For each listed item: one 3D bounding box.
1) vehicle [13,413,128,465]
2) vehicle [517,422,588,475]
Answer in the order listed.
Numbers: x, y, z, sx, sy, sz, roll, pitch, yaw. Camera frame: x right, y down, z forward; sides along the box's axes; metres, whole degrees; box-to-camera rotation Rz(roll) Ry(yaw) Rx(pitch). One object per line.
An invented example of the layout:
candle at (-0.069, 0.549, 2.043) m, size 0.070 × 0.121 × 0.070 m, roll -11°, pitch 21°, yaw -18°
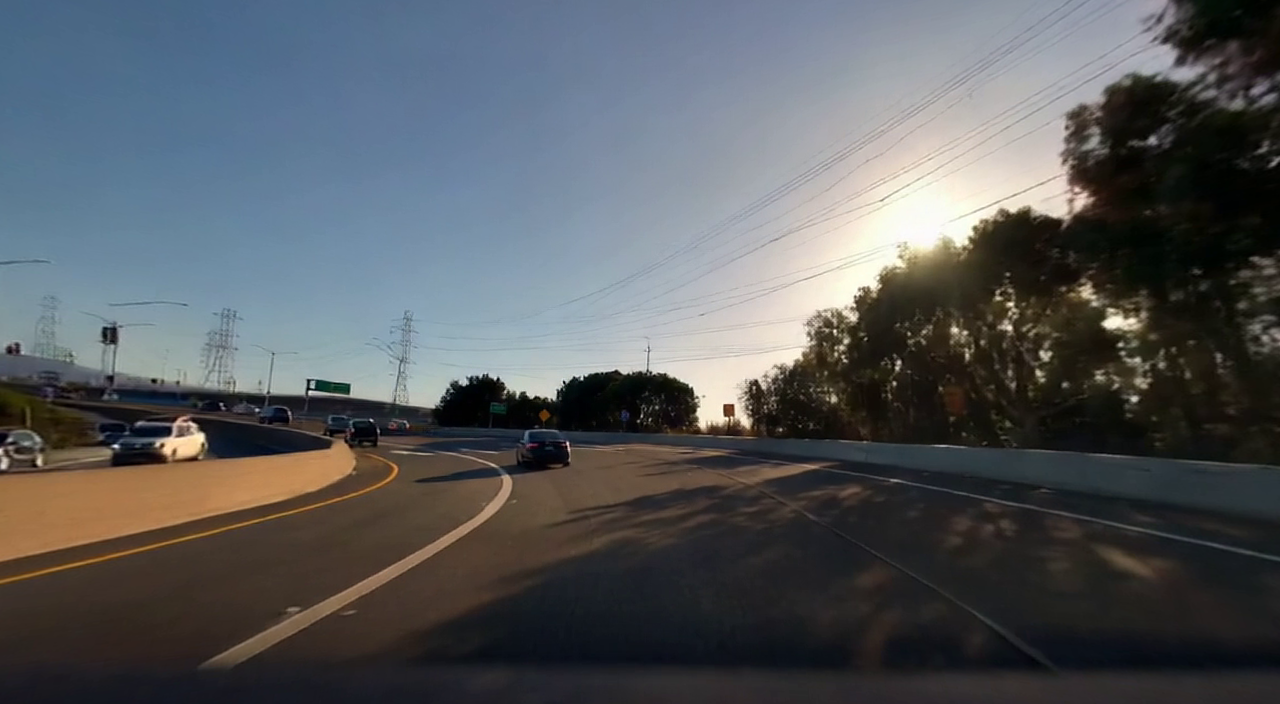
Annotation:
vehicle at (-23.519, 3.637, 26.317) m, size 2.239 × 1.922 × 5.001 m, roll 5°, pitch -9°, yaw -28°
vehicle at (-3.279, 3.491, 22.974) m, size 2.140 × 1.724 × 4.304 m, roll 2°, pitch -9°, yaw -13°
